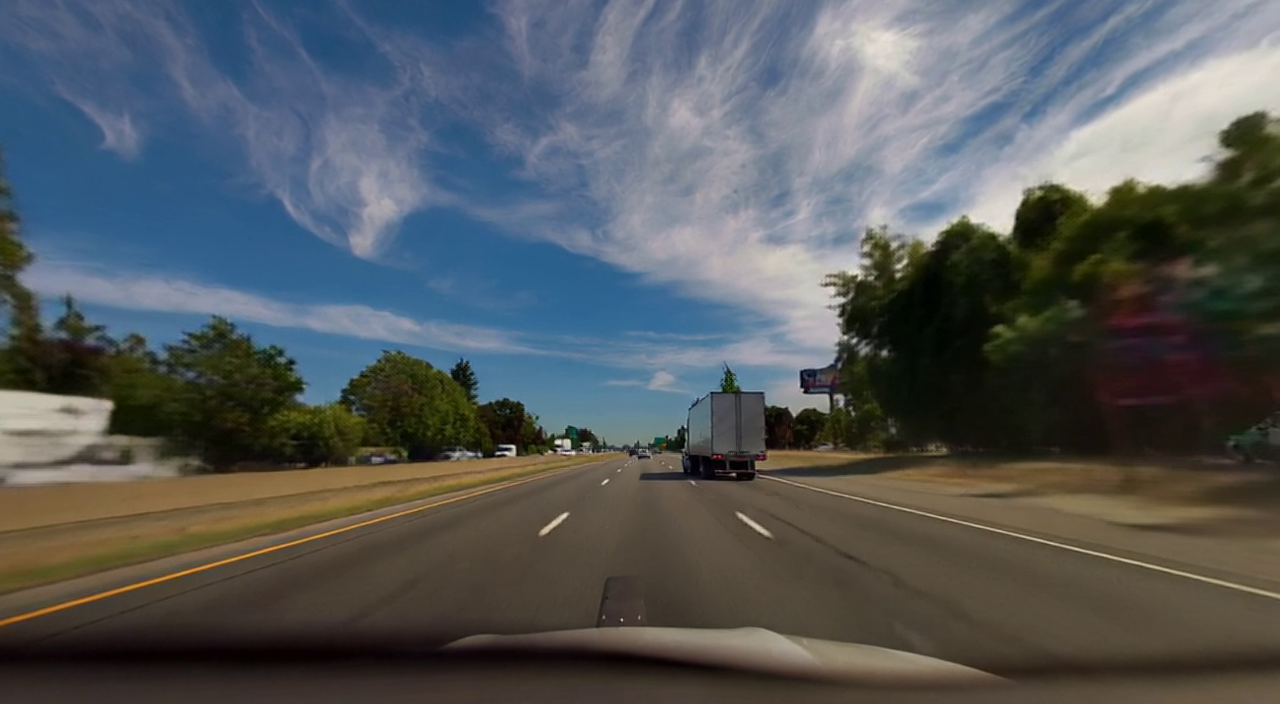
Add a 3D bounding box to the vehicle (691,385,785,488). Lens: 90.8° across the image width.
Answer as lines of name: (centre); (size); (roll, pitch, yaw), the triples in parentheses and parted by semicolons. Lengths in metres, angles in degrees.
vehicle: (4.608, 4.448, 32.731); (3.058, 4.312, 12.251); (0, -9, 1)
